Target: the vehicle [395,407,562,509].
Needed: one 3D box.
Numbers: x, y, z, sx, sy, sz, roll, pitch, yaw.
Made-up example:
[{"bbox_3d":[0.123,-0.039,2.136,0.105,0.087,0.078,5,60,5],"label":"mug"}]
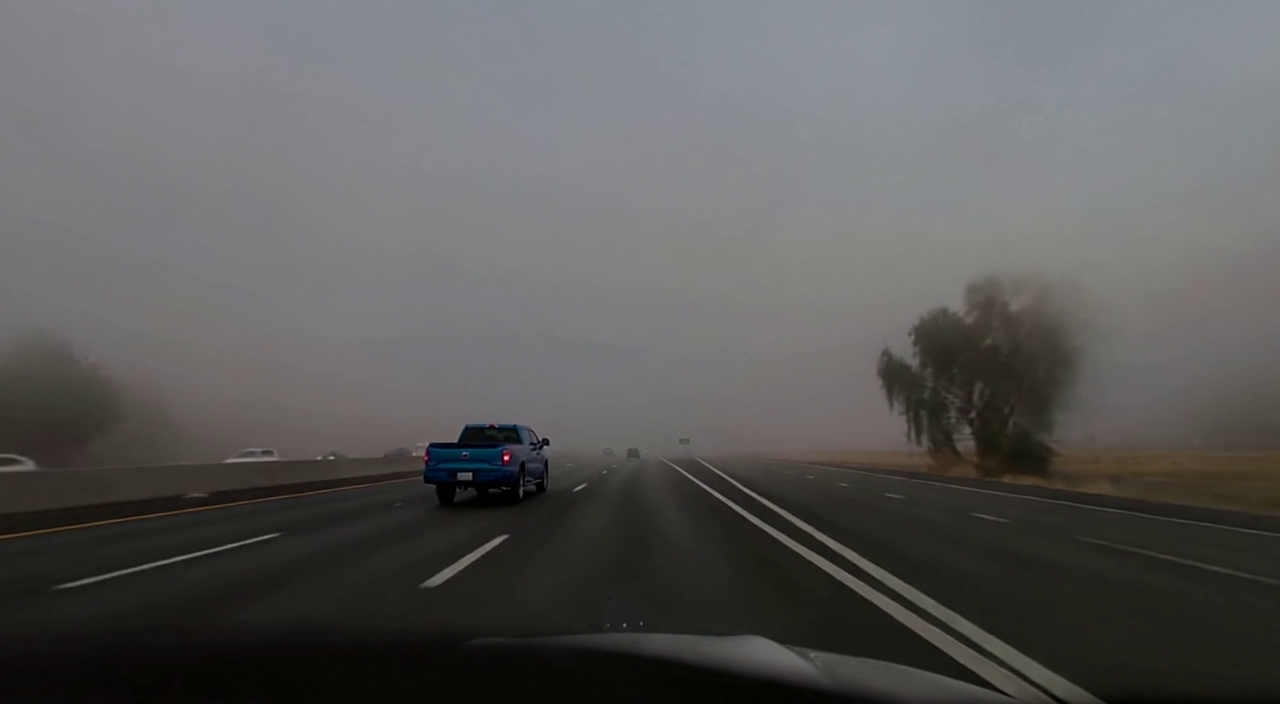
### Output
[{"bbox_3d":[-3.712,2.638,16.131,2.601,2.084,6.068,0,-8,0],"label":"vehicle"}]
